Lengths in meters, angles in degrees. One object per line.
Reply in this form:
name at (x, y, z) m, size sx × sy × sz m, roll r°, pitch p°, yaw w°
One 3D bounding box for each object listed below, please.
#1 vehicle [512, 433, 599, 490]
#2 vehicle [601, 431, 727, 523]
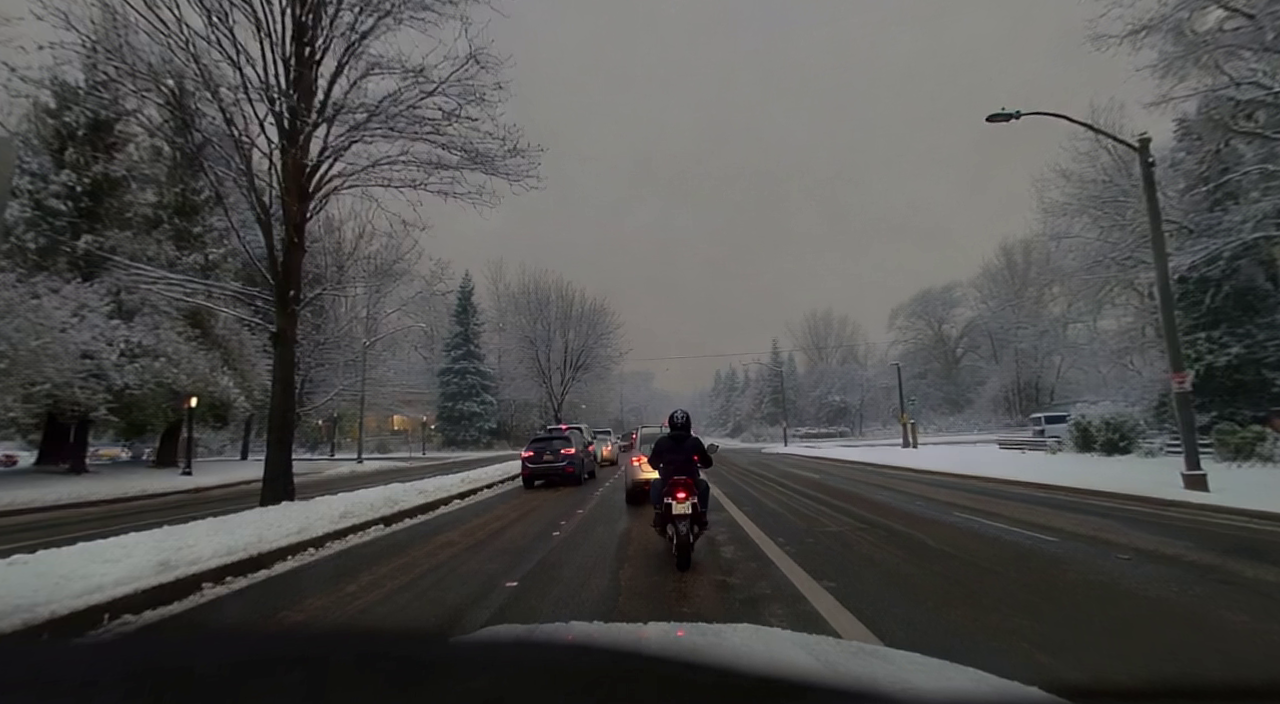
vehicle at (-2.415, 3.255, 19.078) m, size 1.979 × 1.499 × 3.840 m, roll -1°, pitch -8°, yaw 2°
vehicle at (0.453, 2.337, 12.471) m, size 2.009 × 1.450 × 4.608 m, roll -1°, pitch -8°, yaw 2°
